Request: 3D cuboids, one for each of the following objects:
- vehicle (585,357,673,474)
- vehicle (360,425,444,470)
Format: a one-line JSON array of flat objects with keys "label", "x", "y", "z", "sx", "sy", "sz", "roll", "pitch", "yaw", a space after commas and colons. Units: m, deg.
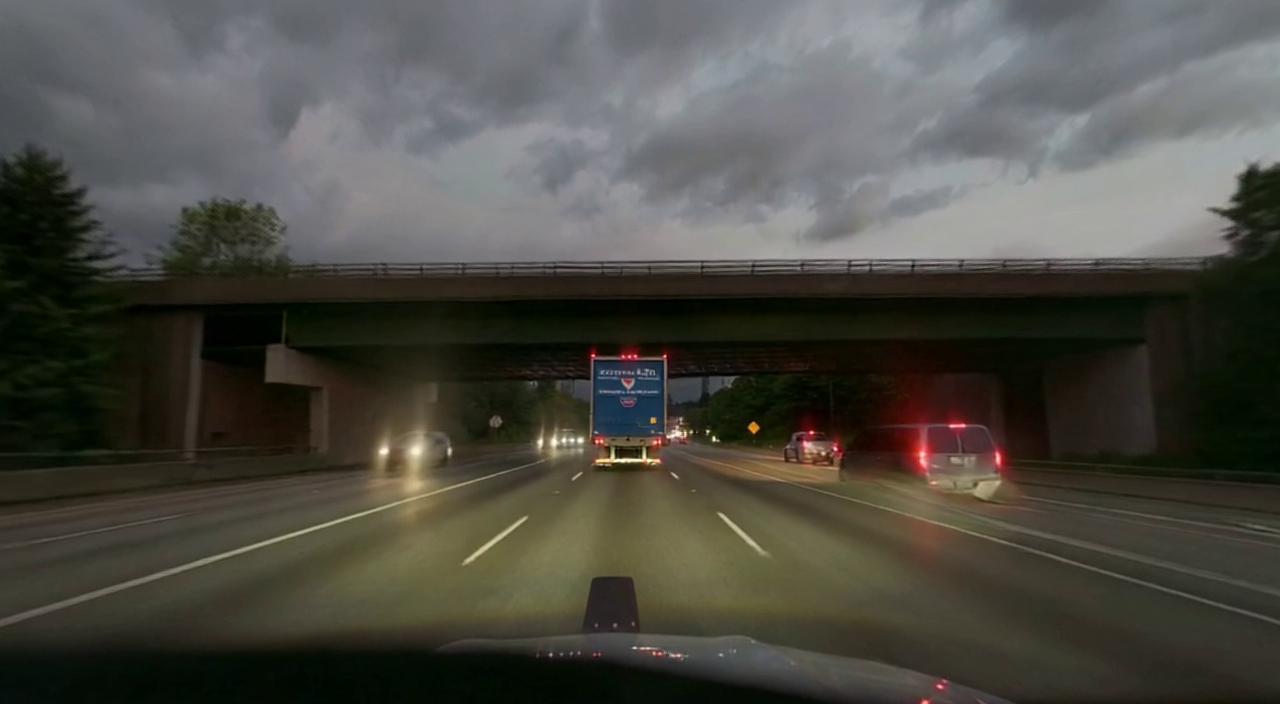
[{"label": "vehicle", "x": -0.604, "y": 2.772, "z": 26.192, "sx": 2.895, "sy": 3.861, "sz": 10.213, "roll": 0, "pitch": -8, "yaw": -3}, {"label": "vehicle", "x": -8.812, "y": 3.560, "z": 23.626, "sx": 1.828, "sy": 1.533, "sz": 3.432, "roll": 0, "pitch": -8, "yaw": 0}]
